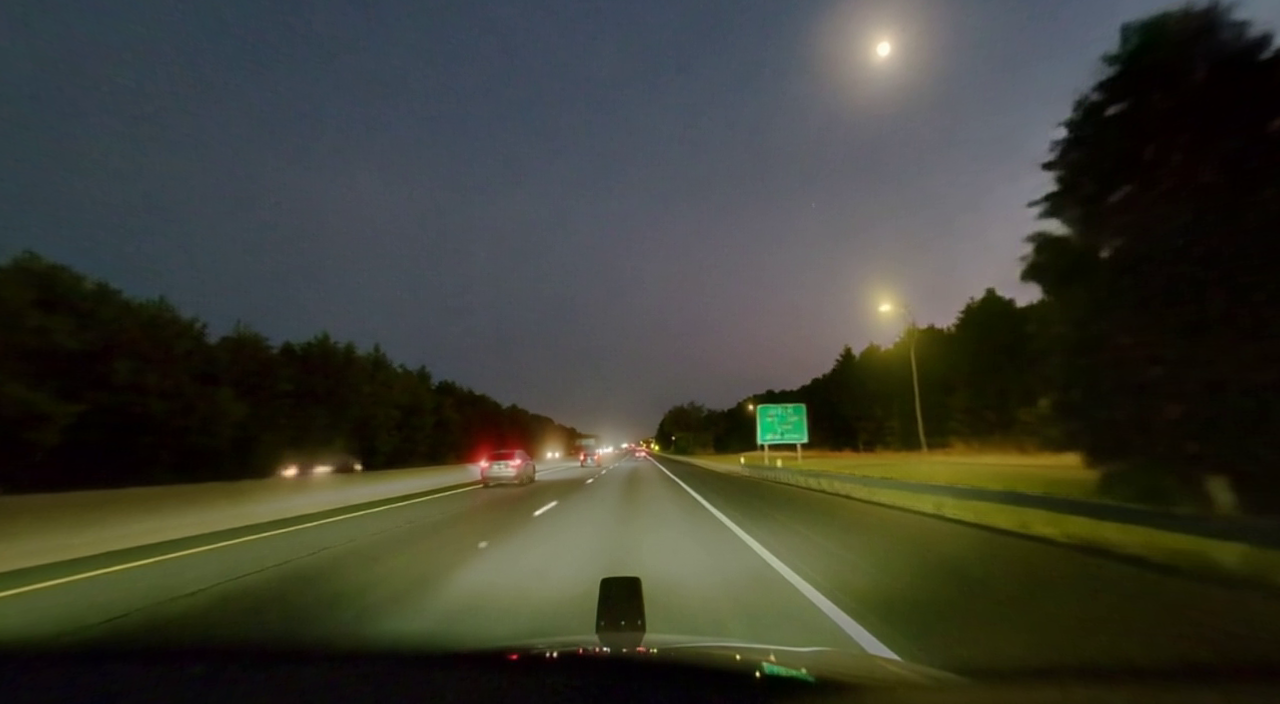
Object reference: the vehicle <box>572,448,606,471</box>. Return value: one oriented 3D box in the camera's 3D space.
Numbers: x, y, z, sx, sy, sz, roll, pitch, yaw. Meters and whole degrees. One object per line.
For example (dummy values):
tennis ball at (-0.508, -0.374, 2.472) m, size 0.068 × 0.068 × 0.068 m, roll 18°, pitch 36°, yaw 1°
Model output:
vehicle at (-3.421, 7.341, 43.088) m, size 2.005 × 1.474 × 3.921 m, roll 0°, pitch -9°, yaw 0°

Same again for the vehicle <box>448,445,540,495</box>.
vehicle at (-4.781, 3.934, 21.407) m, size 1.975 × 1.501 × 4.603 m, roll 0°, pitch -9°, yaw 1°

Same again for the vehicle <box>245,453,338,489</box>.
vehicle at (-17.298, 5.916, 31.584) m, size 1.972 × 1.606 × 4.630 m, roll 0°, pitch -9°, yaw 1°
